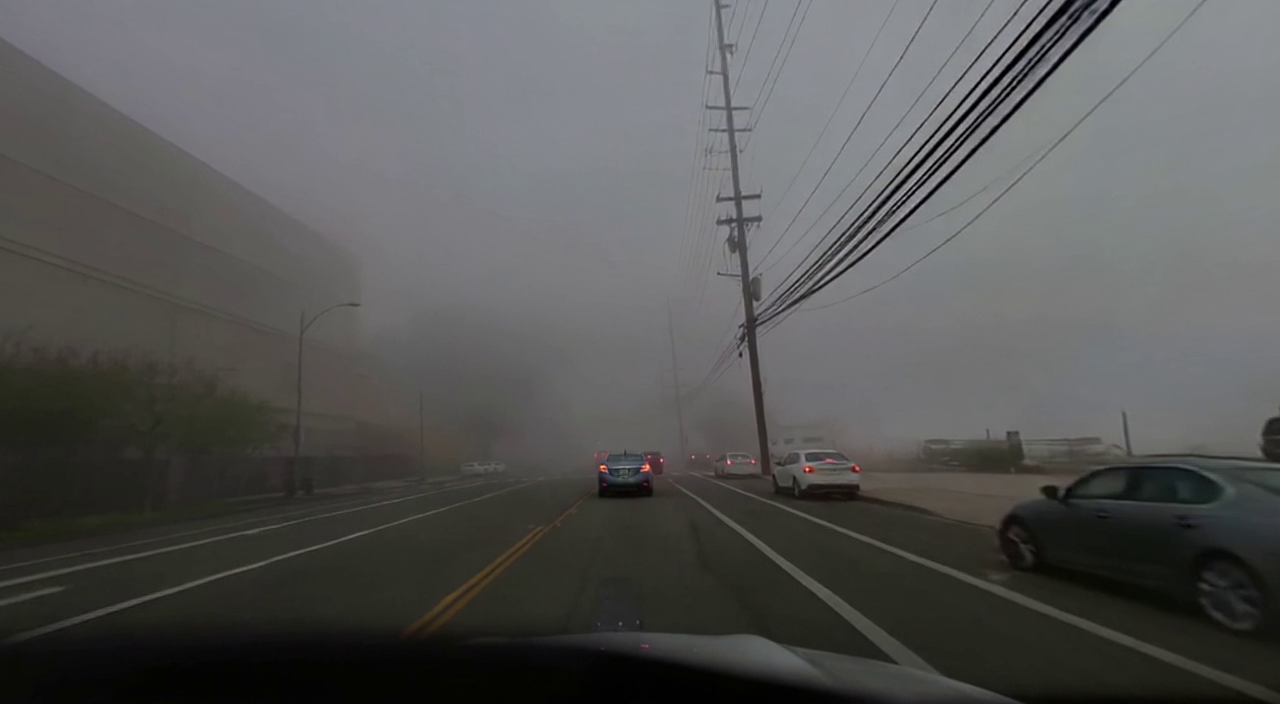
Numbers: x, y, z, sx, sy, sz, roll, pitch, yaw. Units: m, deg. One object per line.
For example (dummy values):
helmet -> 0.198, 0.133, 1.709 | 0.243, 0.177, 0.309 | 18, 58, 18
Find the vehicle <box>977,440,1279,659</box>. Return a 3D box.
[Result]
vehicle -> 5.018, 1.480, 5.432 | 1.761, 1.413, 4.272 | 0, -8, -2

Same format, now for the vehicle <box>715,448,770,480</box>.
vehicle -> 5.156, 5.697, 32.449 | 1.987, 1.459, 4.677 | 0, -8, -1

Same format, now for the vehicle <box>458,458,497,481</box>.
vehicle -> -11.728, 8.477, 45.859 | 1.828, 1.457, 4.371 | 0, -8, -1

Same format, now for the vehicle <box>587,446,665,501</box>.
vehicle -> -0.370, 3.637, 19.350 | 2.116, 1.479, 3.980 | 0, -8, 0

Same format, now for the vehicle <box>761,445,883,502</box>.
vehicle -> 5.228, 3.533, 18.951 | 2.108, 1.471, 4.948 | 0, -8, -1
